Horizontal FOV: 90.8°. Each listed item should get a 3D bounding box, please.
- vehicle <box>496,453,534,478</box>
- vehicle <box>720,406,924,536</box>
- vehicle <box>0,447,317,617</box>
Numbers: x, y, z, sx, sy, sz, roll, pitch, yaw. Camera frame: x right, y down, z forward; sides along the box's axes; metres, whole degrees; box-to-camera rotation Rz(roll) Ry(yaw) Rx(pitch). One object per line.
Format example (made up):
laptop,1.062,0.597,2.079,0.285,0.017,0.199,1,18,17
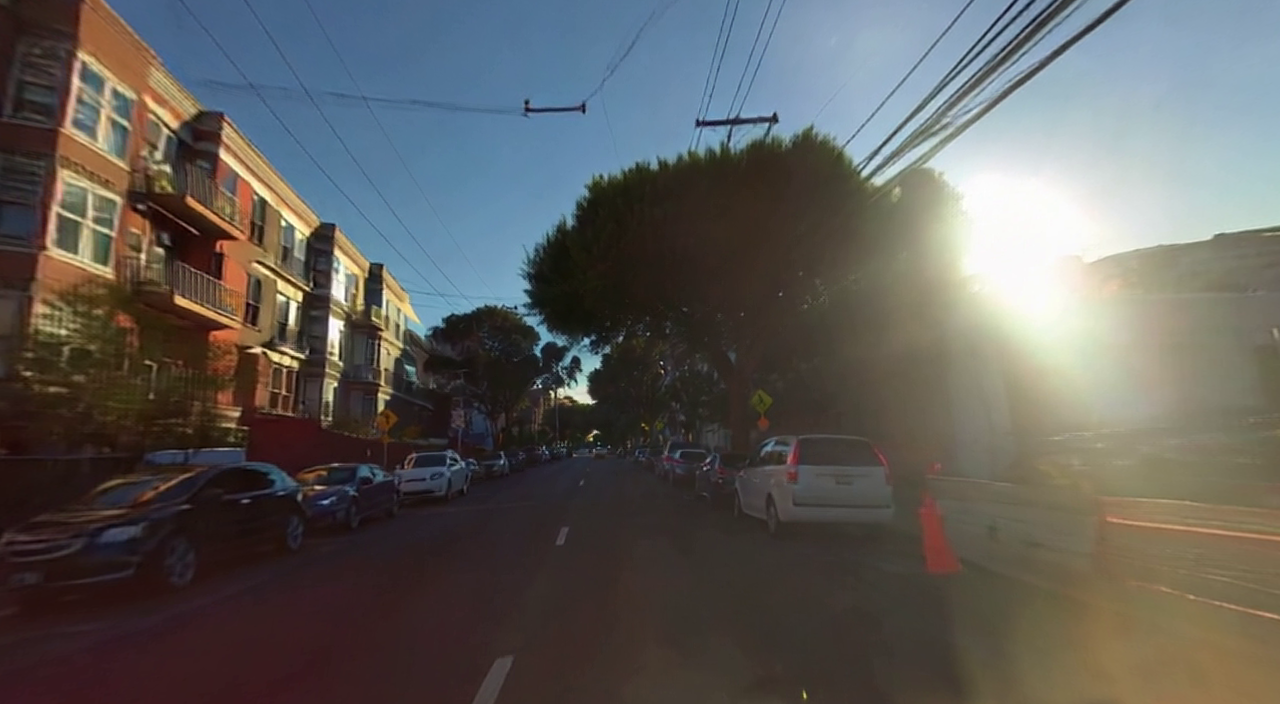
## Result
vehicle,-8.246,7.534,42.151,1.968,1.450,4.271,0,-9,-4
vehicle,2.927,2.249,11.430,1.994,1.857,4.393,1,-14,-5
vehicle,-6.330,2.159,8.601,1.996,1.695,4.127,0,-9,-6
